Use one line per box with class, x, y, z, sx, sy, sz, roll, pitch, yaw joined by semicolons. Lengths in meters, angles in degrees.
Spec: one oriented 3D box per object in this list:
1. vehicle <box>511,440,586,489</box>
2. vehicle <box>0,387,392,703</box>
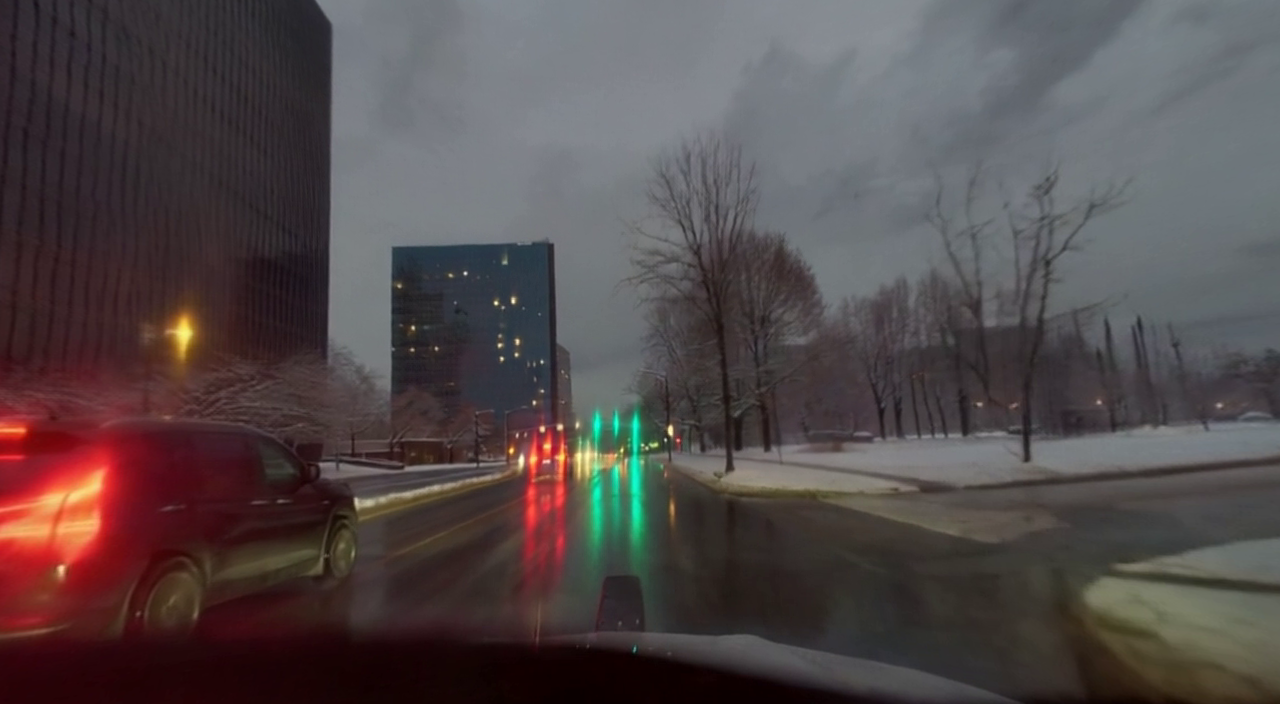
vehicle;-3.788;4.792;27.057;2.384;1.849;5.009;0;-9;1
vehicle;-4.313;1.420;5.726;2.169;1.741;4.588;0;-9;1
